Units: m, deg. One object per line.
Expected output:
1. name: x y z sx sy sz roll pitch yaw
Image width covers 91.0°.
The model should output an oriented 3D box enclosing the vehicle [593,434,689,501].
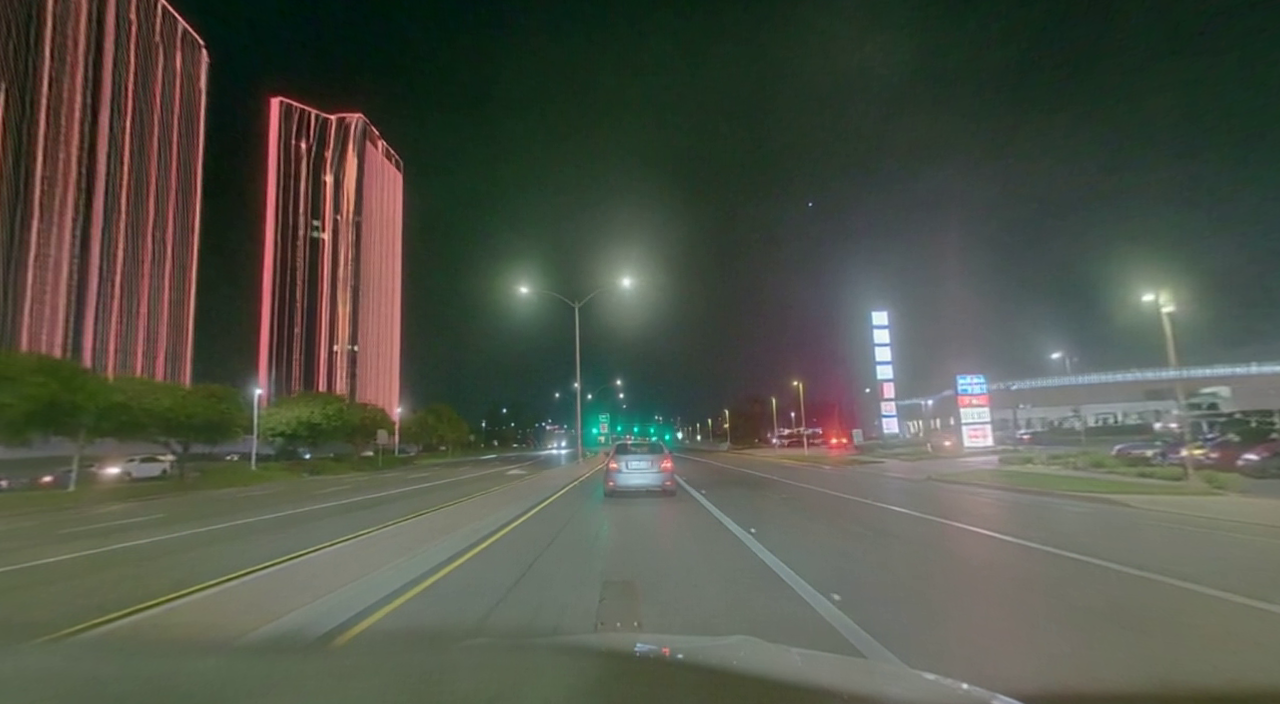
1. vehicle: -0.009 2.858 16.028 2.126 1.475 3.967 0 -8 -1

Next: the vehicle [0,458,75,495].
1. vehicle: -27.864 5.436 27.603 4.209 1.497 1.913 0 -9 0

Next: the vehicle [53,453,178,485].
1. vehicle: -27.709 6.161 33.372 4.665 1.578 2.051 0 -8 -3

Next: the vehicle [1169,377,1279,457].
1. vehicle: 24.382 2.598 24.449 2.170 2.875 5.941 1 -9 -3
